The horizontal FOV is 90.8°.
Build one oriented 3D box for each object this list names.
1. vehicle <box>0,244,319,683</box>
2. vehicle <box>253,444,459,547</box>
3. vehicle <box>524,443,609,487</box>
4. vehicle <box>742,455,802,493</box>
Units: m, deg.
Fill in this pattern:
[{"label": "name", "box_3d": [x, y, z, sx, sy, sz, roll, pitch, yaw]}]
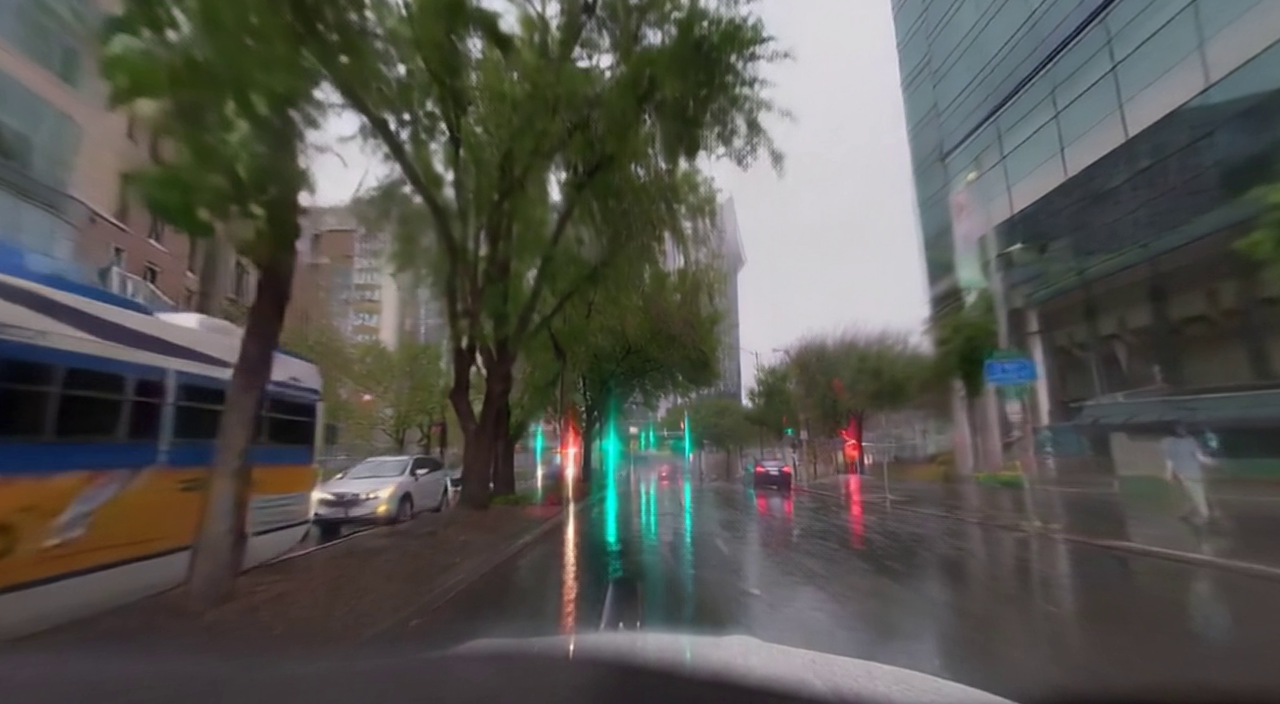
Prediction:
[{"label": "vehicle", "box_3d": [-5.117, 0.823, 4.819, 2.268, 2.708, 5.699, -1, -8, 0]}, {"label": "vehicle", "box_3d": [-4.997, 2.526, 11.847, 1.914, 1.530, 3.980, -1, -8, 2]}, {"label": "vehicle", "box_3d": [-5.269, 8.257, 46.781, 2.591, 2.910, 6.652, -5, -9, 33]}, {"label": "vehicle", "box_3d": [6.251, 5.806, 30.427, 1.888, 1.536, 4.381, 0, -8, -1]}]
